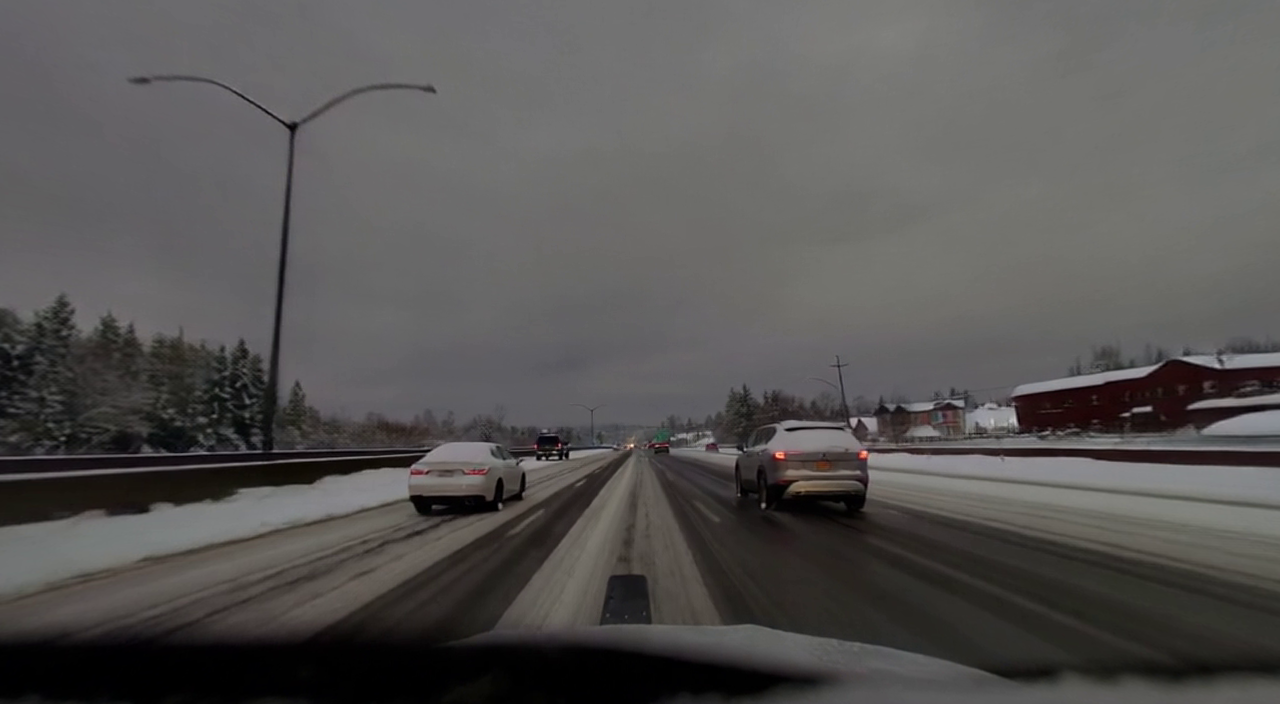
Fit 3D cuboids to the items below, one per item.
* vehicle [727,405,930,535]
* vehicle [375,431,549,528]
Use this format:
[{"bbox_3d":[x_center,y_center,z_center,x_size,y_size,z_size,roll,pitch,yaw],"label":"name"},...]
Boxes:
[{"bbox_3d":[3.063,2.058,11.585,2.148,1.852,4.835,0,-8,-1],"label":"vehicle"},{"bbox_3d":[-3.234,2.418,12.630,2.080,1.542,4.718,-1,-8,1],"label":"vehicle"}]
